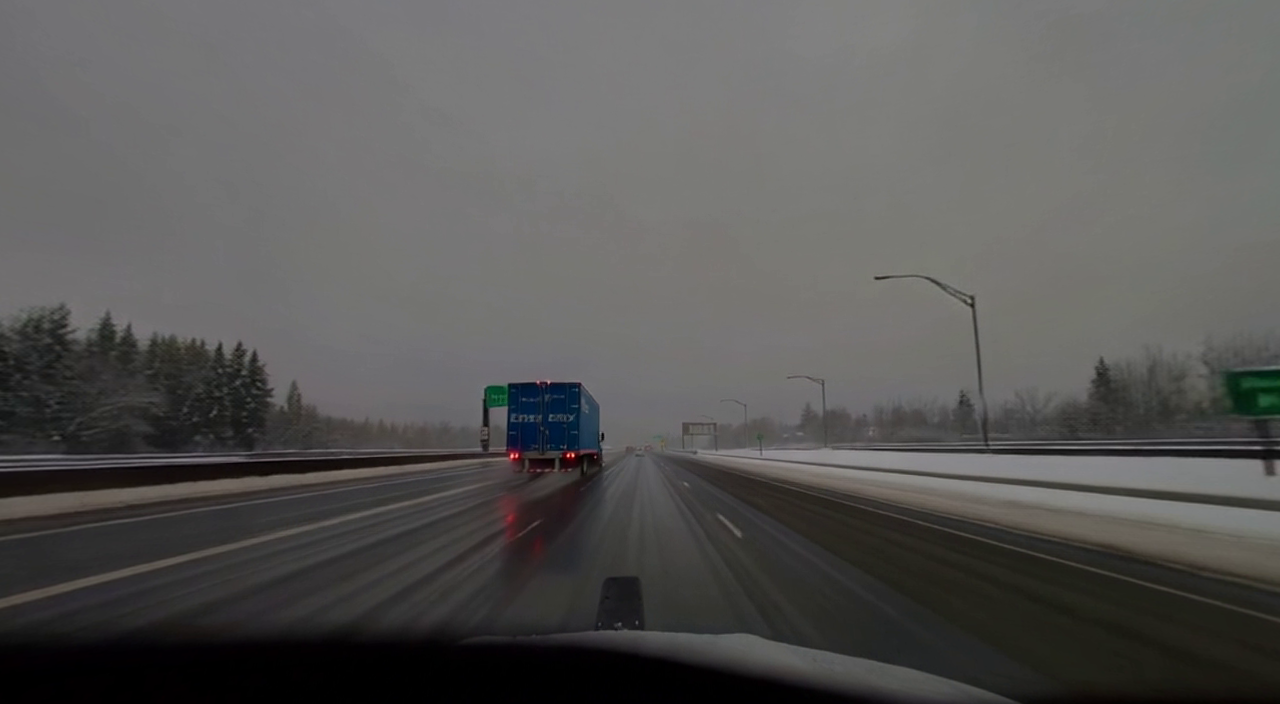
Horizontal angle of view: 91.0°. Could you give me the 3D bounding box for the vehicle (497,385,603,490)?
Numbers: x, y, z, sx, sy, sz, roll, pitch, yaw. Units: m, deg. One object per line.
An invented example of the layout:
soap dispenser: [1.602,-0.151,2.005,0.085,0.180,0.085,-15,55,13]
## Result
vehicle: [-3.248,3.479,25.226,2.922,3.458,8.360,0,-9,1]
